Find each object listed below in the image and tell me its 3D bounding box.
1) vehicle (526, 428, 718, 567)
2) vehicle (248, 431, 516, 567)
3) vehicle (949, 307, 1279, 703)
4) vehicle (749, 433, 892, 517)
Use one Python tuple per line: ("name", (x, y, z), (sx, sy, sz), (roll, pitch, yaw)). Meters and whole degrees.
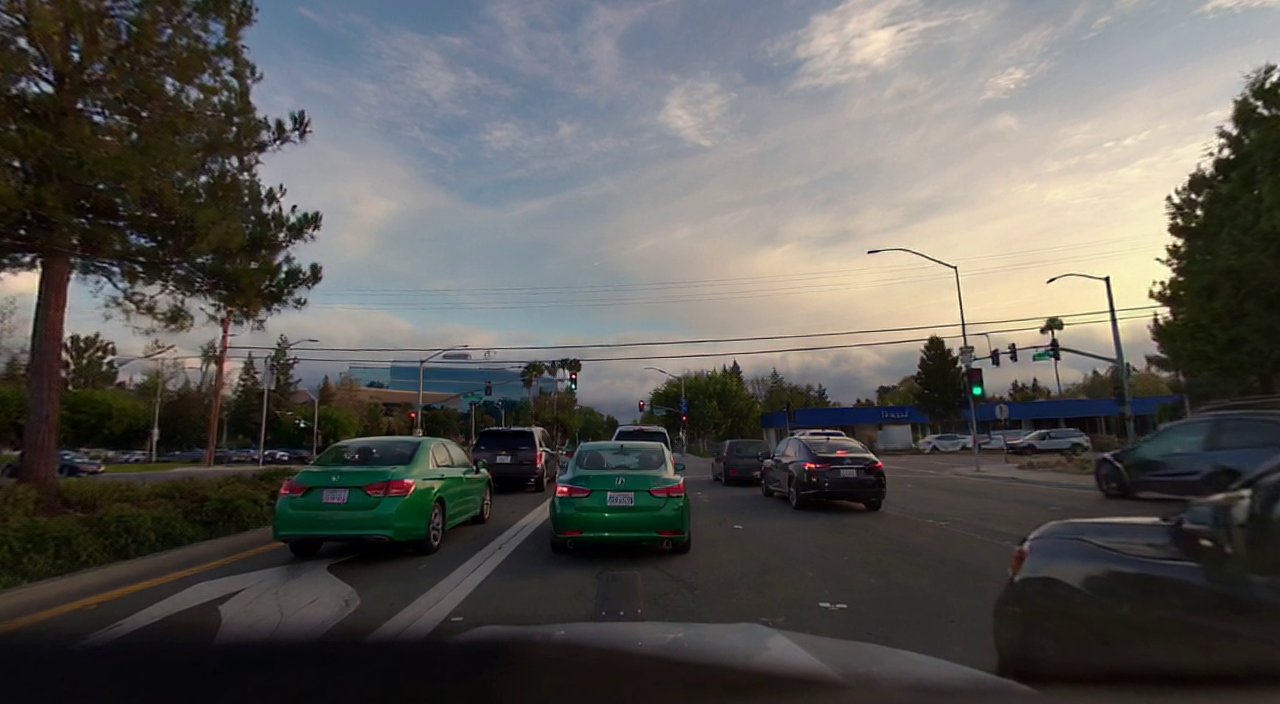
("vehicle", (-0.202, 1.837, 8.706), (2.041, 1.450, 3.847), (0, -8, 0))
("vehicle", (-3.203, 1.891, 8.937), (1.917, 1.441, 4.128), (-1, -8, 2))
("vehicle", (2.963, 0.630, 1.278), (2.196, 1.676, 4.865), (0, -8, 0))
("vehicle", (3.553, 2.478, 13.271), (1.880, 1.476, 3.932), (0, -8, 1))
